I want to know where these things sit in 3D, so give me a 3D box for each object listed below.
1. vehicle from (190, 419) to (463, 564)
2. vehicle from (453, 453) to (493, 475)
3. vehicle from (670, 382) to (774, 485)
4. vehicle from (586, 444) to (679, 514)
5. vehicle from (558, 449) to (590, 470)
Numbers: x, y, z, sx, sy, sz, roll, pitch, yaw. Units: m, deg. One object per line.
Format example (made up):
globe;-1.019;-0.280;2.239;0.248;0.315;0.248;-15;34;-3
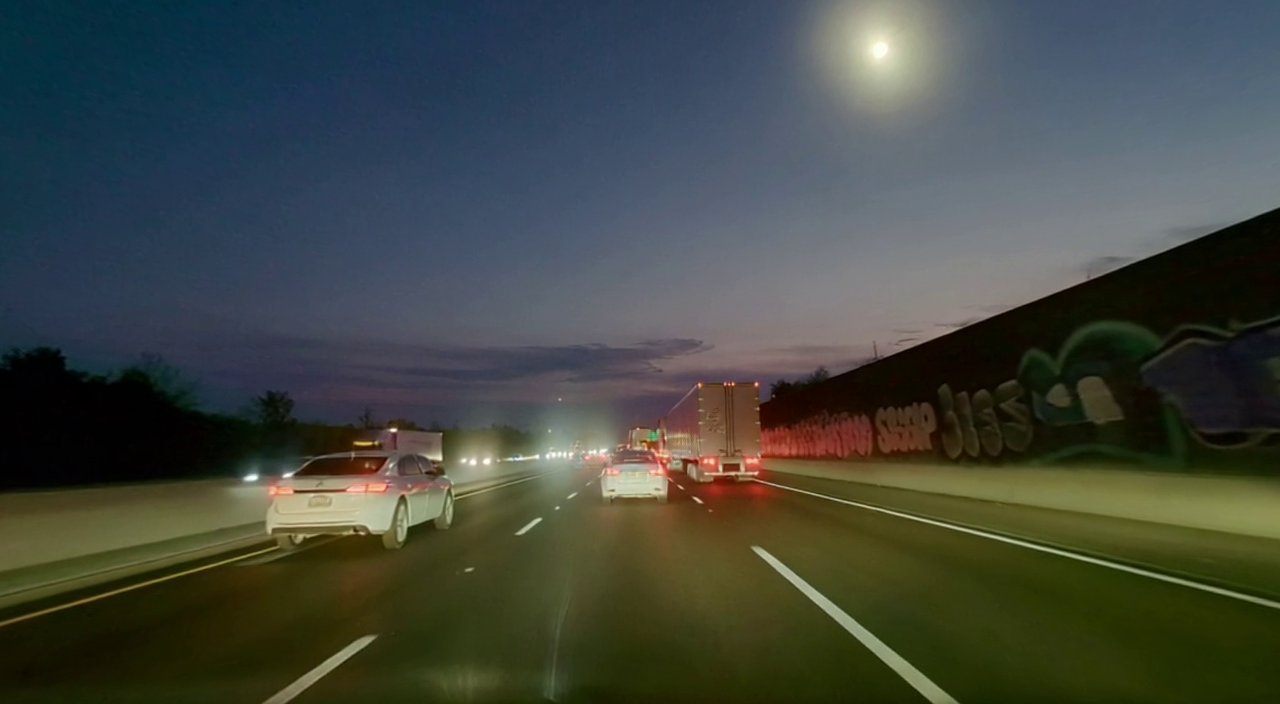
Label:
vehicle;-4.530;2.075;10.152;1.988;1.750;4.711;0;-9;0
vehicle;-12.211;8.208;46.188;1.768;1.443;4.425;-1;-9;0
vehicle;3.557;4.280;31.991;2.902;4.014;14.446;0;-9;-2
vehicle;-0.225;3.073;15.736;2.033;1.468;4.015;0;-9;-2
vehicle;-5.043;8.277;48.418;2.067;1.481;4.085;0;-9;0
